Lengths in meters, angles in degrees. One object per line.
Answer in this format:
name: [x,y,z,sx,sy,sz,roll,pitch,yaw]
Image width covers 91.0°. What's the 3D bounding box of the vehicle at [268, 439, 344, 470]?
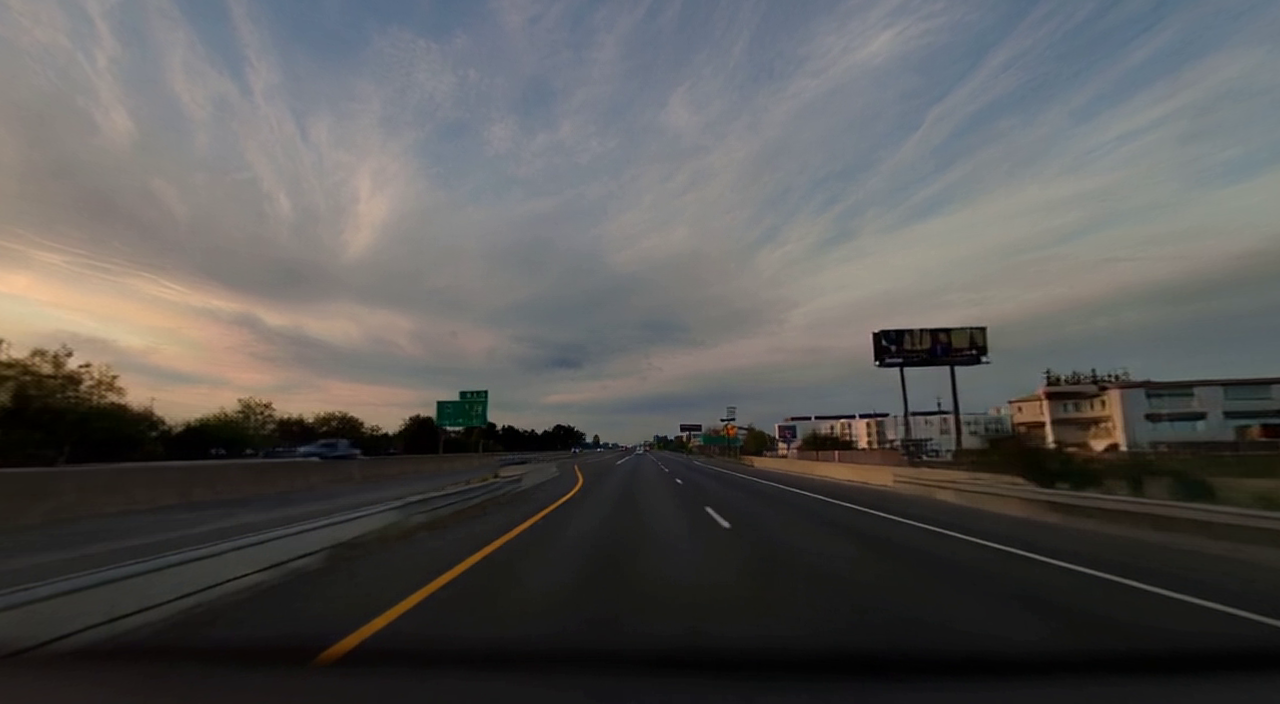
vehicle: [-20.601,6.346,39.101,2.017,1.843,4.588,0,-9,2]
